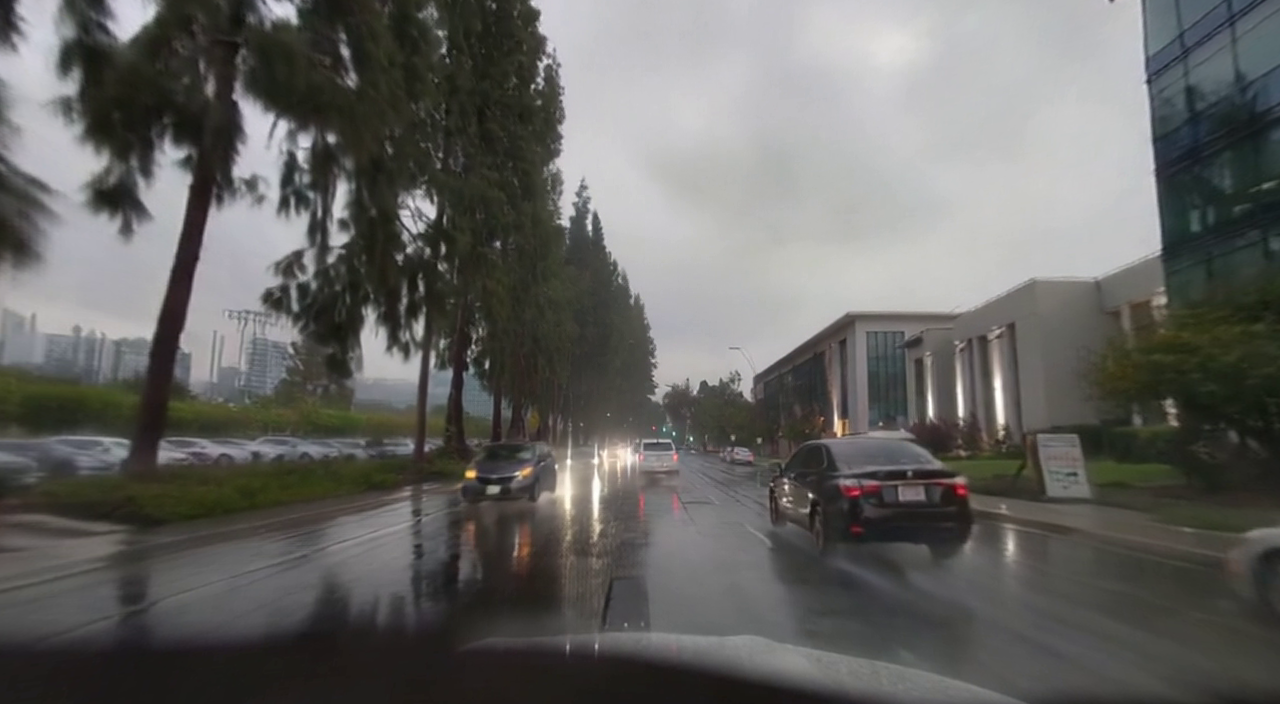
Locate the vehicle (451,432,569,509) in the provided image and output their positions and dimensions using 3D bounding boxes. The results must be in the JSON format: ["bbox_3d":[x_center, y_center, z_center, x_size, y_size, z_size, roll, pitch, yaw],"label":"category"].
[{"bbox_3d":[-3.216,3.032,16.598,2.124,1.731,4.227,-1,-8,1],"label":"vehicle"}]

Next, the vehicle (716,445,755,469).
[{"bbox_3d":[6.240,6.900,41.686,1.885,1.467,4.546,0,-8,0],"label":"vehicle"}]

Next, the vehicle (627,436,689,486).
[{"bbox_3d":[0.652,4.014,23.484,2.105,1.653,3.887,0,-8,1],"label":"vehicle"}]

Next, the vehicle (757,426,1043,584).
[{"bbox_3d":[2.950,1.820,8.338,1.991,1.536,4.116,0,-8,0],"label":"vehicle"}]

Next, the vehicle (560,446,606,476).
[{"bbox_3d":[-2.870,5.610,32.602,1.997,1.415,4.195,0,-8,0],"label":"vehicle"}]
